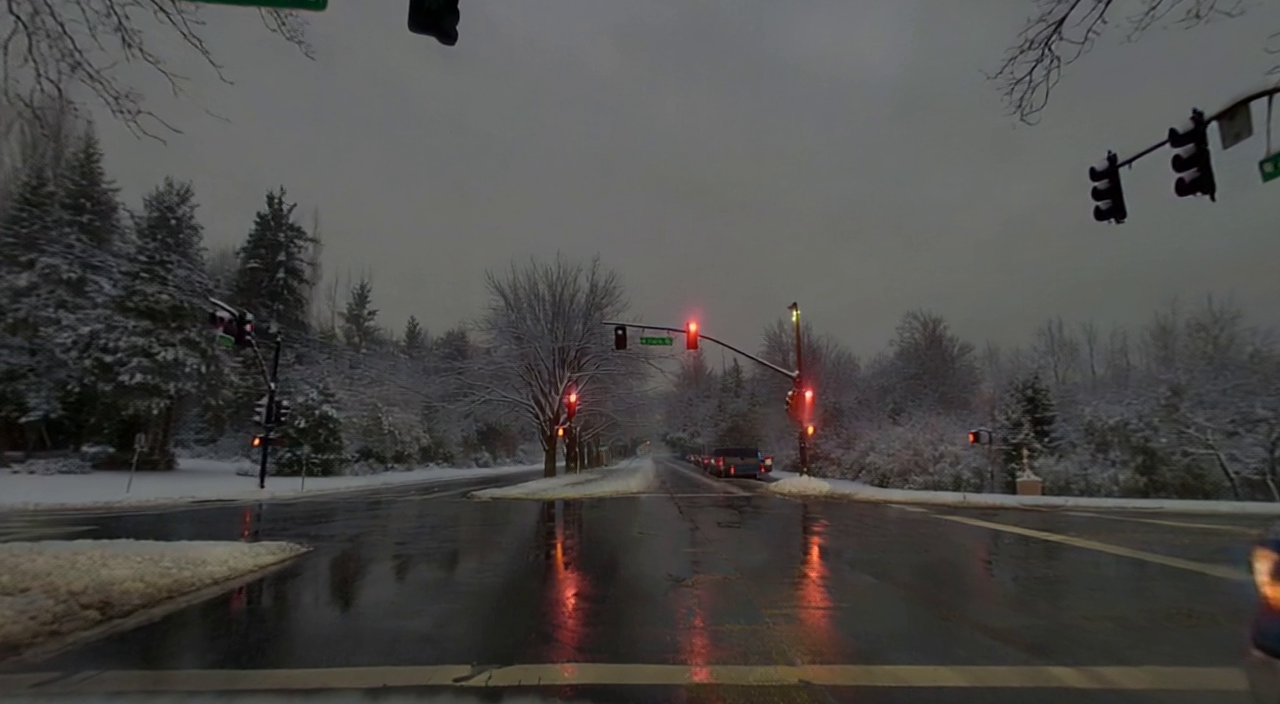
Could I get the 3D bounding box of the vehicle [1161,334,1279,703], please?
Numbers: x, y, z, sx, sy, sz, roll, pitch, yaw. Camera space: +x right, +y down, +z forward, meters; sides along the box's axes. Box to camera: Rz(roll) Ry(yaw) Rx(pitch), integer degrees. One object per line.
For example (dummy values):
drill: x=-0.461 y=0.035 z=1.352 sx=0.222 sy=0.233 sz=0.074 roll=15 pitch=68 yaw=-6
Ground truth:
vehicle: x=3.244 y=0.473 z=0.116 sx=2.140 sy=1.655 sz=4.786 roll=0 pitch=-9 yaw=-1

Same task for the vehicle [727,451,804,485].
vehicle: x=8.836 y=8.241 z=45.431 sx=2.771 sy=2.214 sz=7.159 roll=2 pitch=-9 yaw=-12
